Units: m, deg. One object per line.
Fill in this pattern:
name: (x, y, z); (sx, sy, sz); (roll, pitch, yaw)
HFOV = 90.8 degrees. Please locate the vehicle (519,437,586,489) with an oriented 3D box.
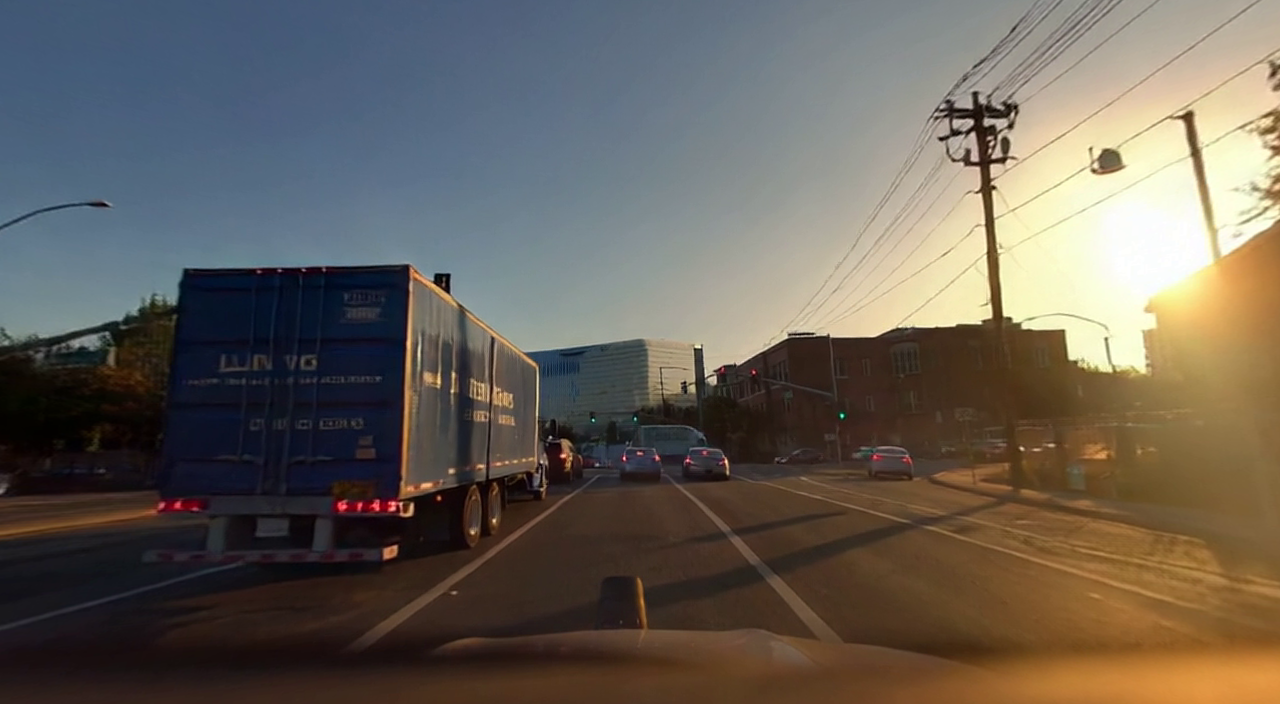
vehicle: (-3.302, 4.286, 24.728); (1.994, 1.806, 4.564); (0, -9, 0)

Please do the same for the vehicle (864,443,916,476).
vehicle: (13.658, 5.816, 34.400); (2.102, 1.662, 4.533); (-5, -10, 27)

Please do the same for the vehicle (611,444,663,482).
vehicle: (-0.178, 4.830, 27.766); (2.117, 1.499, 4.036); (0, -9, -1)

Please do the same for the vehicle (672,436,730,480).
vehicle: (2.717, 4.856, 29.216); (2.086, 1.849, 4.607); (0, -9, -2)

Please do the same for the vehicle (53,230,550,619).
vehicle: (-3.429, 1.168, 9.584); (2.889, 3.347, 8.285); (0, -9, 0)
